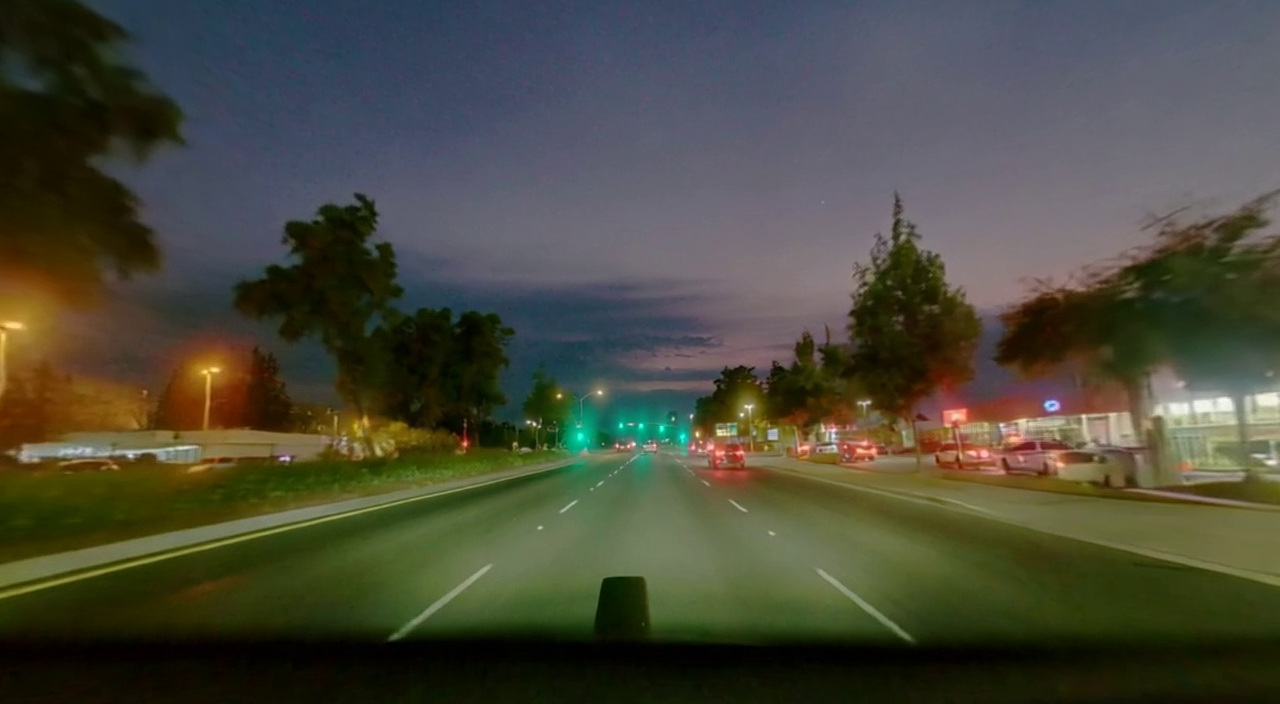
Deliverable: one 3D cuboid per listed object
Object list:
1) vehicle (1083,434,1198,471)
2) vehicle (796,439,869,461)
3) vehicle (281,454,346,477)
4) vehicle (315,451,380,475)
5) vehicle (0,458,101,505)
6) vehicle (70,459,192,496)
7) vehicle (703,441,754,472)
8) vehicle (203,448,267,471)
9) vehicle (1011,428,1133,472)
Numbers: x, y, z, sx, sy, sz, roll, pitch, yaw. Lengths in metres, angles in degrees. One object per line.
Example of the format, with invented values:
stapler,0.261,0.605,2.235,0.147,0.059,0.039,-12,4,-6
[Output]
vehicle,24.663,4.968,31.338,1.894,1.656,4.841,0,-8,2
vehicle,14.808,7.569,48.630,4.909,1.463,1.924,-2,-9,1
vehicle,-22.041,7.672,42.811,1.778,1.395,4.713,0,-8,2
vehicle,-19.269,7.320,41.780,1.822,1.479,4.692,-1,-8,4
vehicle,-22.487,4.577,22.419,2.111,1.500,5.131,0,-8,-1
vehicle,-22.461,5.521,28.059,1.771,1.373,4.308,0,-8,2
vehicle,4.483,5.342,32.456,1.916,1.459,4.335,0,-8,-1
vehicle,-30.933,8.174,48.290,1.904,1.639,4.317,0,-9,2
vehicle,21.305,4.888,31.513,2.124,1.920,5.946,0,-9,3
